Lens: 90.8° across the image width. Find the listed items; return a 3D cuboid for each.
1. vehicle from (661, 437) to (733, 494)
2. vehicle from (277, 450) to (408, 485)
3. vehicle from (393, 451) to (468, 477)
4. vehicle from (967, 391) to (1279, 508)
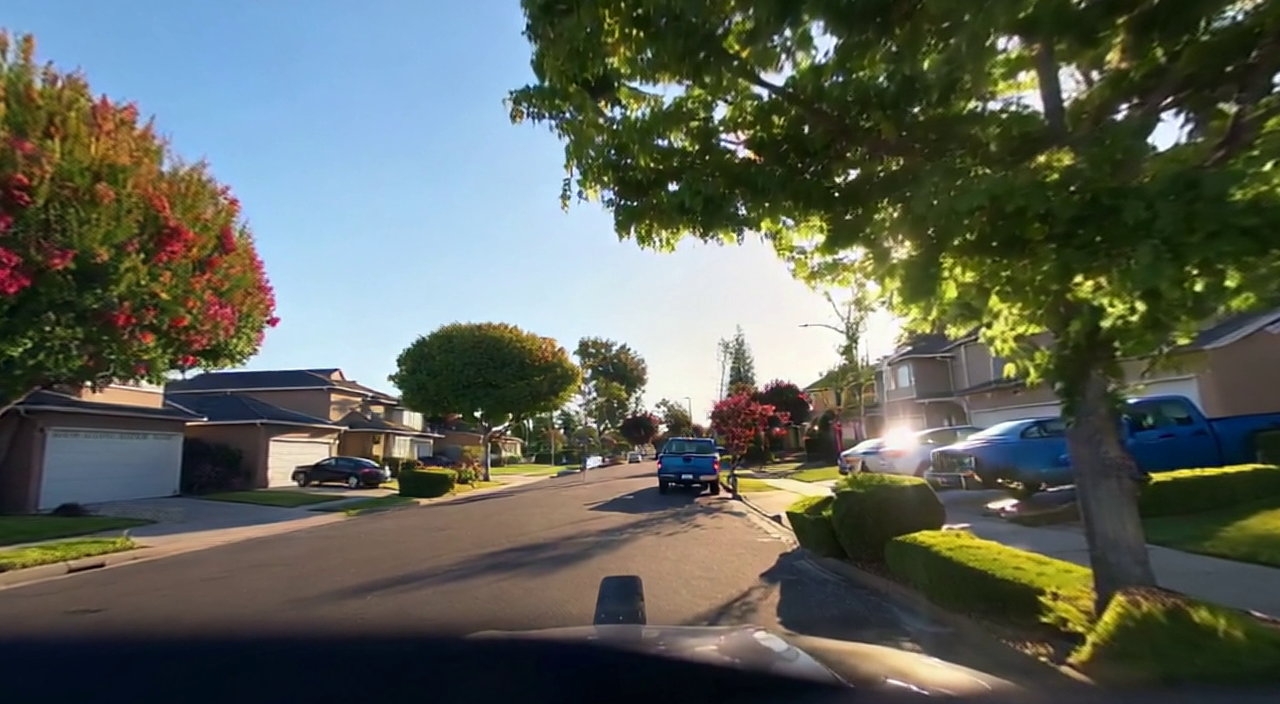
[{"bbox_3d":[2.289,4.529,25.630,2.552,2.024,5.414,-1,-9,5],"label":"vehicle"},{"bbox_3d":[-13.212,5.134,28.248,4.916,1.485,1.807,0,-9,0],"label":"vehicle"},{"bbox_3d":[-13.772,7.364,41.777,4.319,1.605,1.770,0,-9,-2],"label":"vehicle"},{"bbox_3d":[8.916,1.797,11.656,4.554,1.515,1.858,-7,-9,5],"label":"vehicle"}]
